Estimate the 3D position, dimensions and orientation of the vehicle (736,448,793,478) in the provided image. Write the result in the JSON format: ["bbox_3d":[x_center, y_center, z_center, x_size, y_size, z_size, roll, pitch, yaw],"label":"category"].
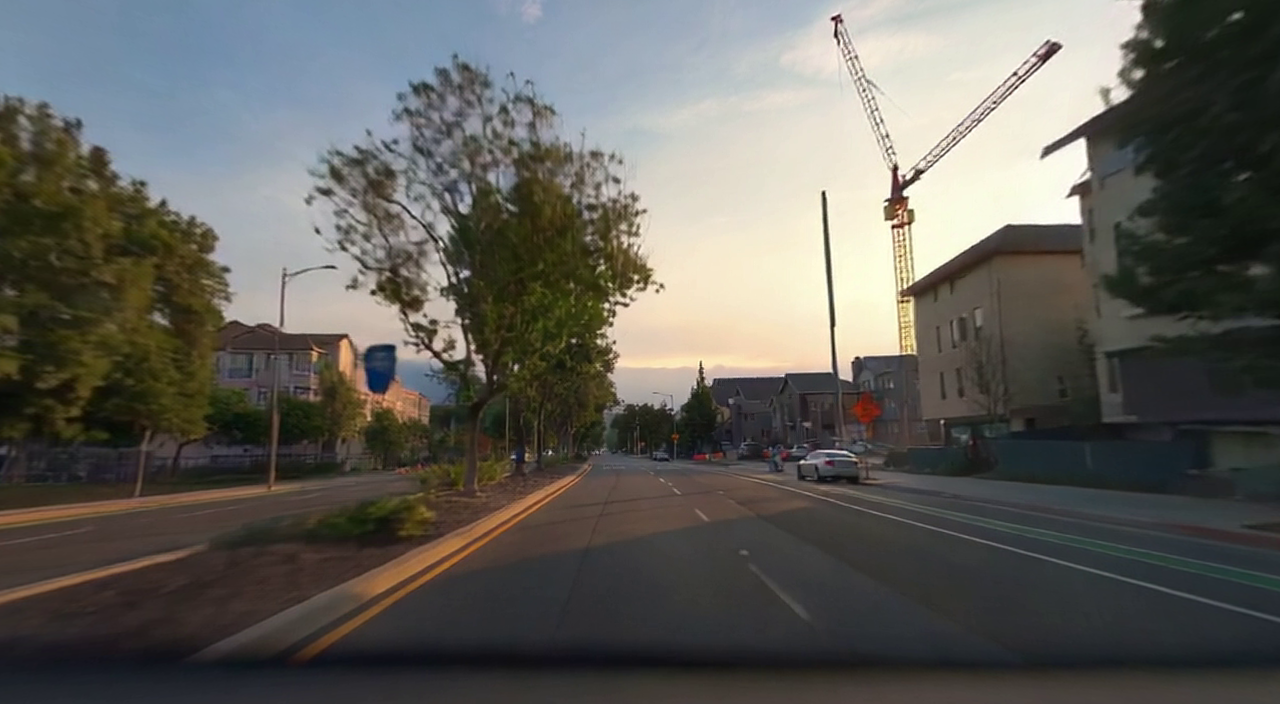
[{"bbox_3d":[7.502,6.685,38.362,1.977,1.540,4.307,6,-9,-7],"label":"vehicle"}]

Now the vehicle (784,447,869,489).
[{"bbox_3d":[7.790,4.857,26.878,1.974,1.472,4.654,5,-9,-3],"label":"vehicle"}]
